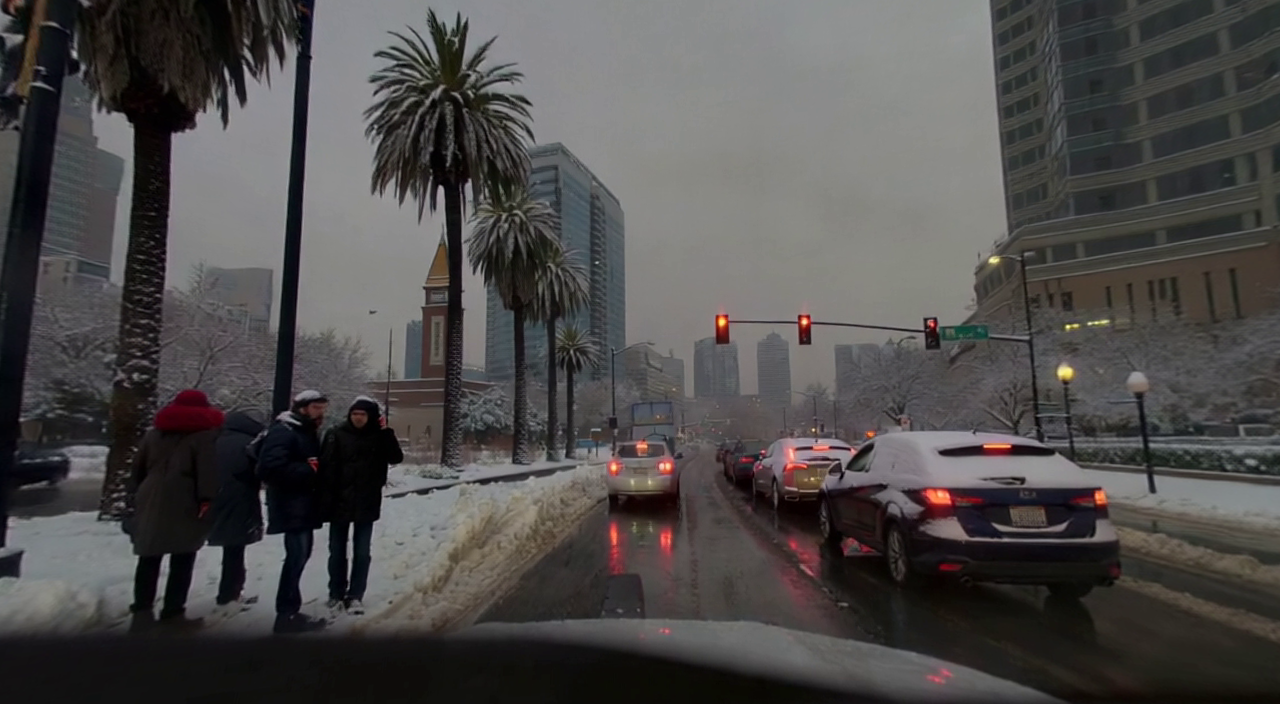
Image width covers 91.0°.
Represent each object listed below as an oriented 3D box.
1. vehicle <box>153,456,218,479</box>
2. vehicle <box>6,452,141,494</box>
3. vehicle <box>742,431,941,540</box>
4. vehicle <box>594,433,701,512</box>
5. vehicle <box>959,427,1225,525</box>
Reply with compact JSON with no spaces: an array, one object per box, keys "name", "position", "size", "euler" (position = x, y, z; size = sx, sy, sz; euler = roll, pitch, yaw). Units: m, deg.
[{"name":"vehicle","position":[-33.569,8.503,46.612],"size":[1.773,1.491,4.385],"euler":[1,-9,-5]},{"name":"vehicle","position":[-26.707,5.671,29.949],"size":[2.105,1.793,4.812],"euler":[0,-9,-4]},{"name":"vehicle","position":[3.107,2.154,10.829],"size":[1.913,1.469,4.425],"euler":[0,-8,-1]},{"name":"vehicle","position":[0.172,2.594,13.954],"size":[2.048,1.503,3.681],"euler":[0,-8,1]},{"name":"vehicle","position":[8.182,2.261,12.036],"size":[1.859,1.508,4.259],"euler":[0,-9,-1]}]
